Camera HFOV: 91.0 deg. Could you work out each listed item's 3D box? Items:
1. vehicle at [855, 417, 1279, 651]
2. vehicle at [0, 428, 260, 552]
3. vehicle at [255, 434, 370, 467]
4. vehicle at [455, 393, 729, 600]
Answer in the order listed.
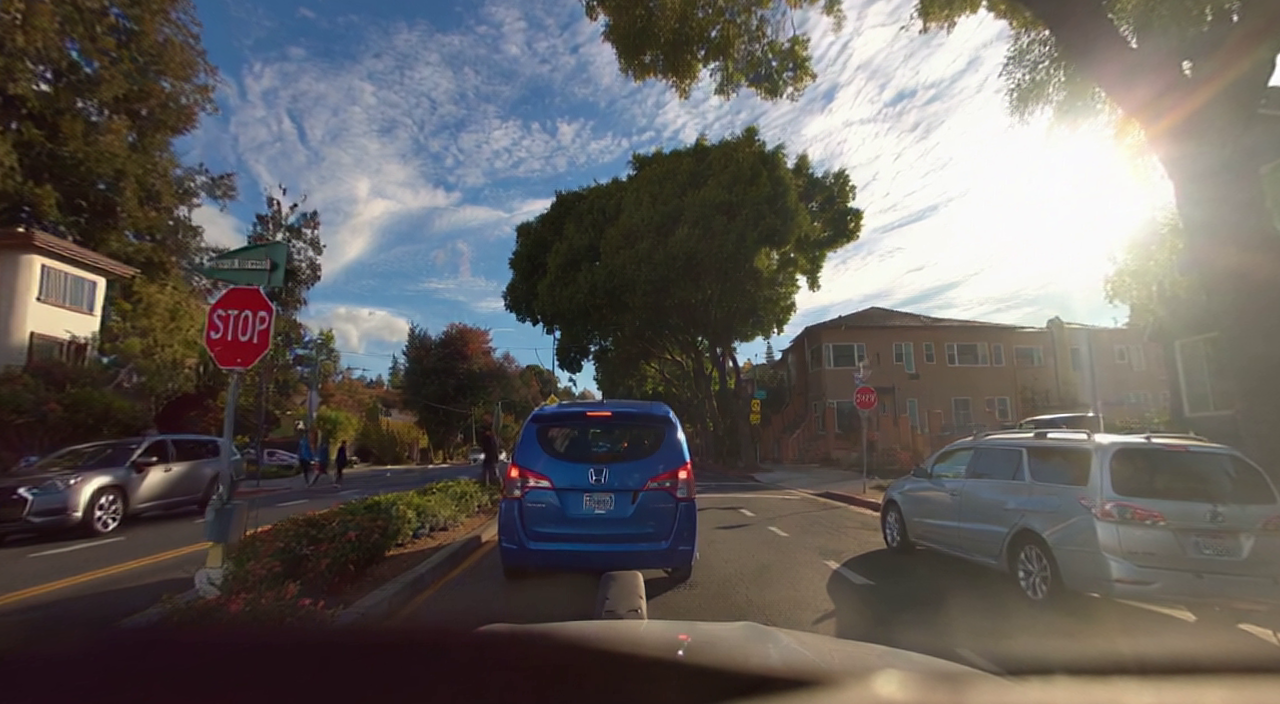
[{"bbox_3d":[4.218,1.681,6.908,1.959,1.581,4.731,4,-9,-2],"label":"vehicle"},{"bbox_3d":[-8.293,2.021,10.056,1.825,1.532,4.083,-3,-7,2],"label":"vehicle"},{"bbox_3d":[-15.440,4.675,29.845,4.387,1.495,1.811,1,-8,-3],"label":"vehicle"},{"bbox_3d":[-0.423,1.599,7.884,2.377,1.787,4.652,0,-8,0],"label":"vehicle"}]
